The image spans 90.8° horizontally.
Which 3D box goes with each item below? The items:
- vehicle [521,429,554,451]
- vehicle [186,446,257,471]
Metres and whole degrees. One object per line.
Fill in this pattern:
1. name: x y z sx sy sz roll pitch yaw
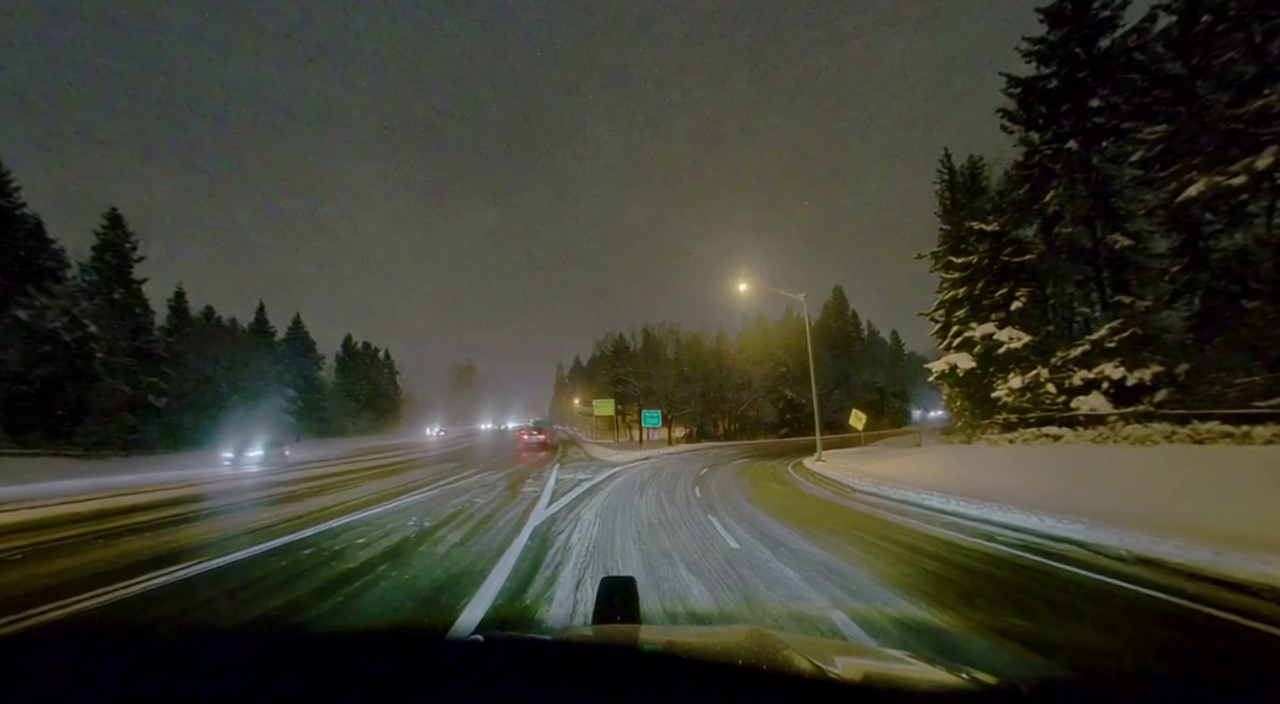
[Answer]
1. vehicle: -7.190 6.223 44.631 2.108 1.472 4.099 1 -9 -7
2. vehicle: -27.105 6.873 41.090 1.943 1.468 4.460 1 -9 -6
